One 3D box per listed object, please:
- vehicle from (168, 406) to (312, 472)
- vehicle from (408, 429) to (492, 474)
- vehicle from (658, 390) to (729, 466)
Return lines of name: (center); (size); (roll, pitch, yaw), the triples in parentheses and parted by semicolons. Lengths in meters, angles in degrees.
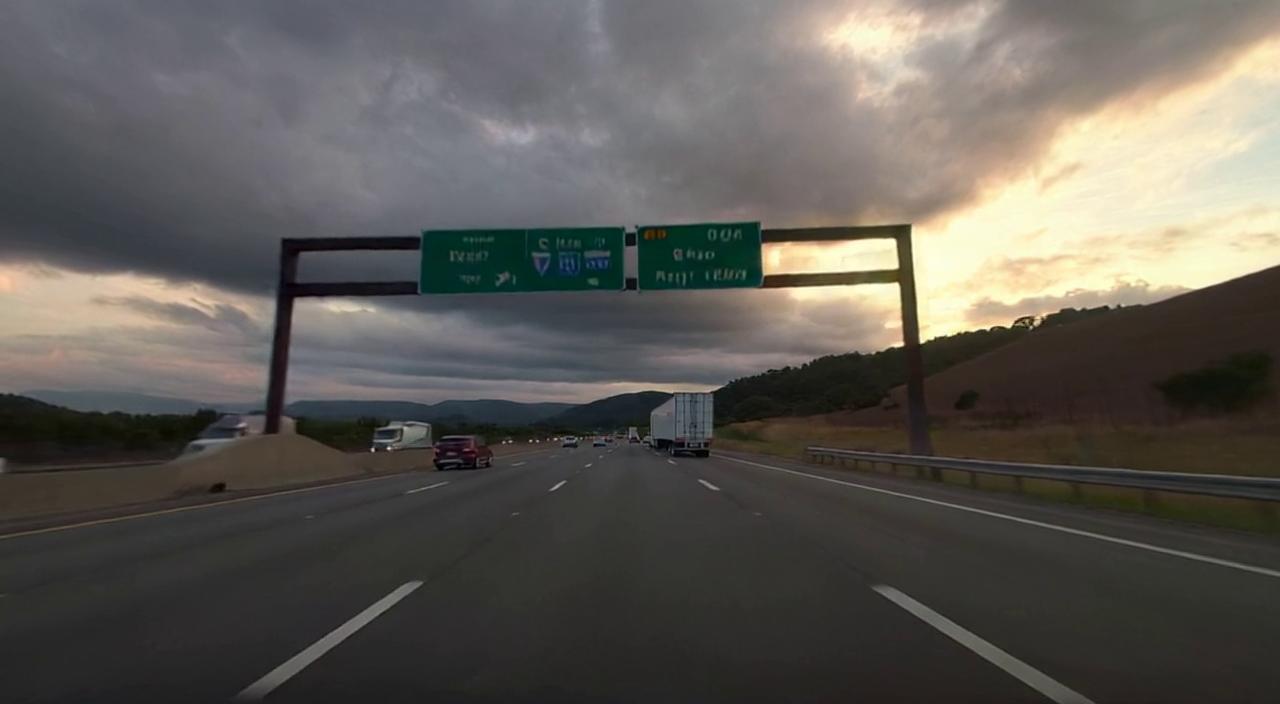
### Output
vehicle: (-23.297, 5.143, 37.460); (2.898, 3.444, 8.348); (0, -8, 1)
vehicle: (-7.625, 4.025, 25.831); (2.076, 1.636, 4.597); (0, -8, -1)
vehicle: (2.819, 4.551, 37.337); (2.760, 3.710, 12.230); (0, -7, -2)
